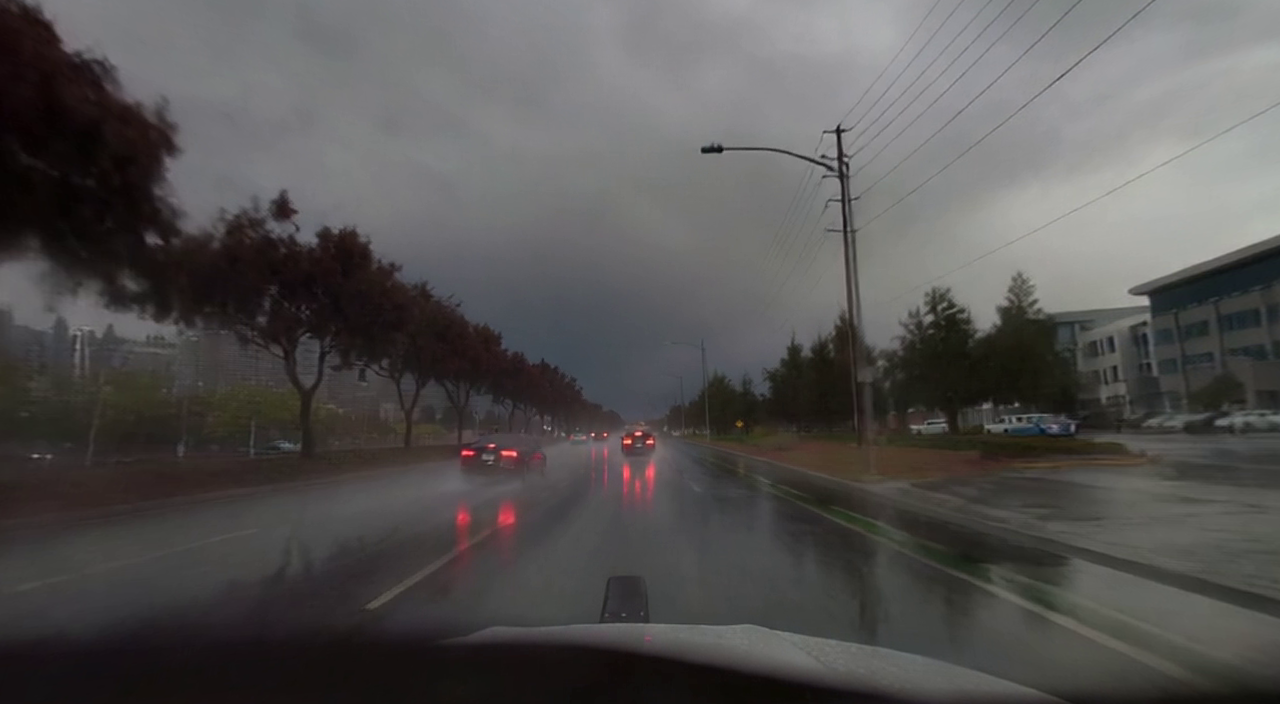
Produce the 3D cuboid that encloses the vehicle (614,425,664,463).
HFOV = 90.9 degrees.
[{"bbox_3d":[-0.063,4.377,30.035,2.199,1.652,4.101,0,-8,0],"label":"vehicle"}]

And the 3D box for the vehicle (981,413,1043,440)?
[{"bbox_3d":[21.967,4.460,37.434,1.833,1.471,4.656,-2,-8,13],"label":"vehicle"}]

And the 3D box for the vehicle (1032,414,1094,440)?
[{"bbox_3d":[24.464,4.402,36.616,1.741,1.416,3.831,-2,-8,15],"label":"vehicle"}]

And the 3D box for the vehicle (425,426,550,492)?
[{"bbox_3d":[-3.774,2.741,16.628,1.942,1.462,4.905,0,-8,2],"label":"vehicle"}]
